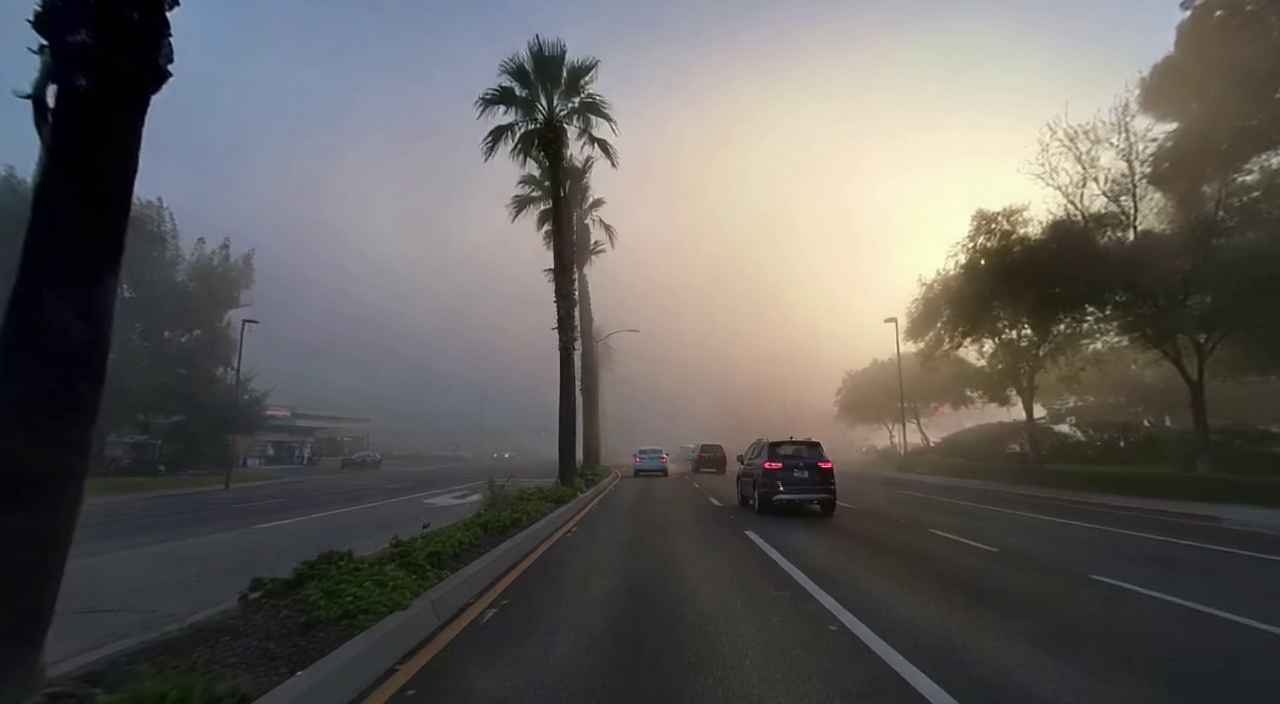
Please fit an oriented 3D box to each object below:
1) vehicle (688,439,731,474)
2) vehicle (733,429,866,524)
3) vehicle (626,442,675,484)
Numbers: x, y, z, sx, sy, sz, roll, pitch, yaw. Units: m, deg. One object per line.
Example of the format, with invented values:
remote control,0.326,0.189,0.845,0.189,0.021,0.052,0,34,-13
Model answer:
vehicle,4.227,6.431,39.032,2.154,1.975,4.634,0,-8,0
vehicle,3.285,2.621,13.818,1.872,1.752,3.896,0,-8,0
vehicle,0.444,4.786,27.461,1.991,1.664,3.814,0,-8,0
